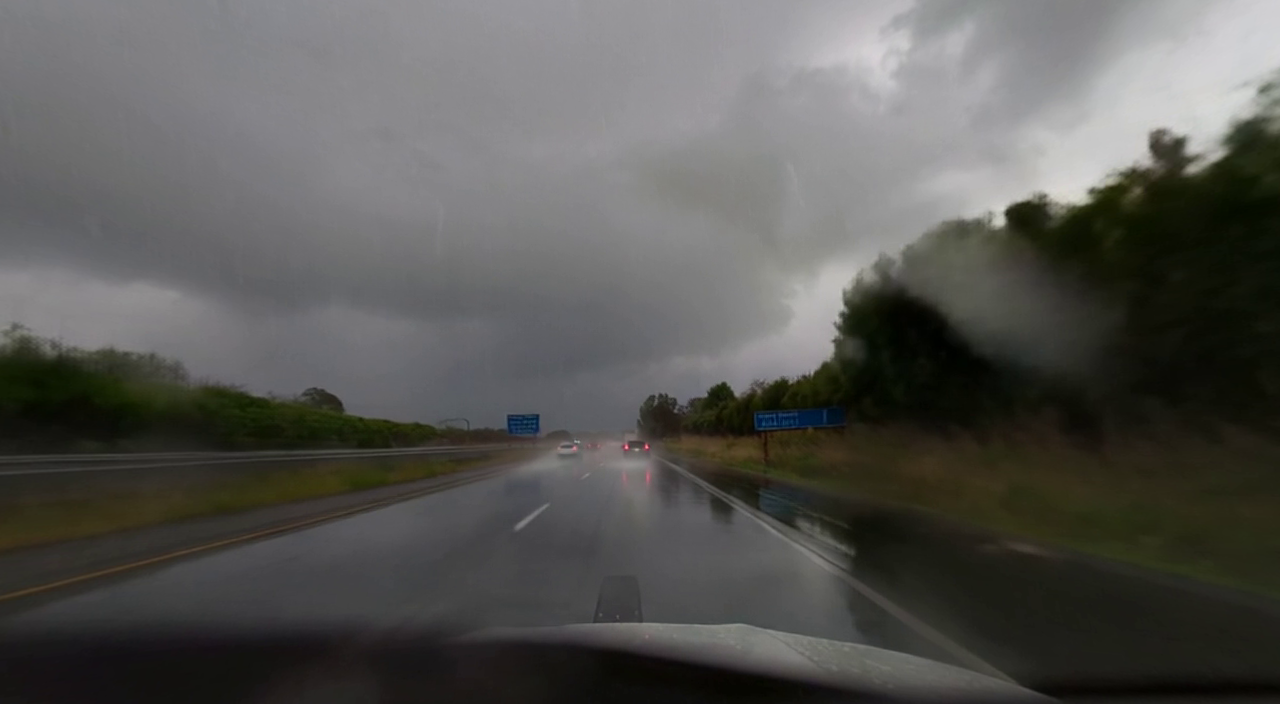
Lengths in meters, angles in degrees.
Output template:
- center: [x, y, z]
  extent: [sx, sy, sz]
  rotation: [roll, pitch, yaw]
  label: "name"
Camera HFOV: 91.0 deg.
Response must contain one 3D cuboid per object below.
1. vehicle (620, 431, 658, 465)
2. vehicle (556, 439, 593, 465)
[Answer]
- center: [-0.111, 5.952, 39.286]
  extent: [2.223, 1.957, 4.416]
  rotation: [0, -8, -2]
  label: "vehicle"
- center: [-4.202, 6.498, 41.204]
  extent: [2.062, 1.567, 4.117]
  rotation: [0, -8, -1]
  label: "vehicle"
